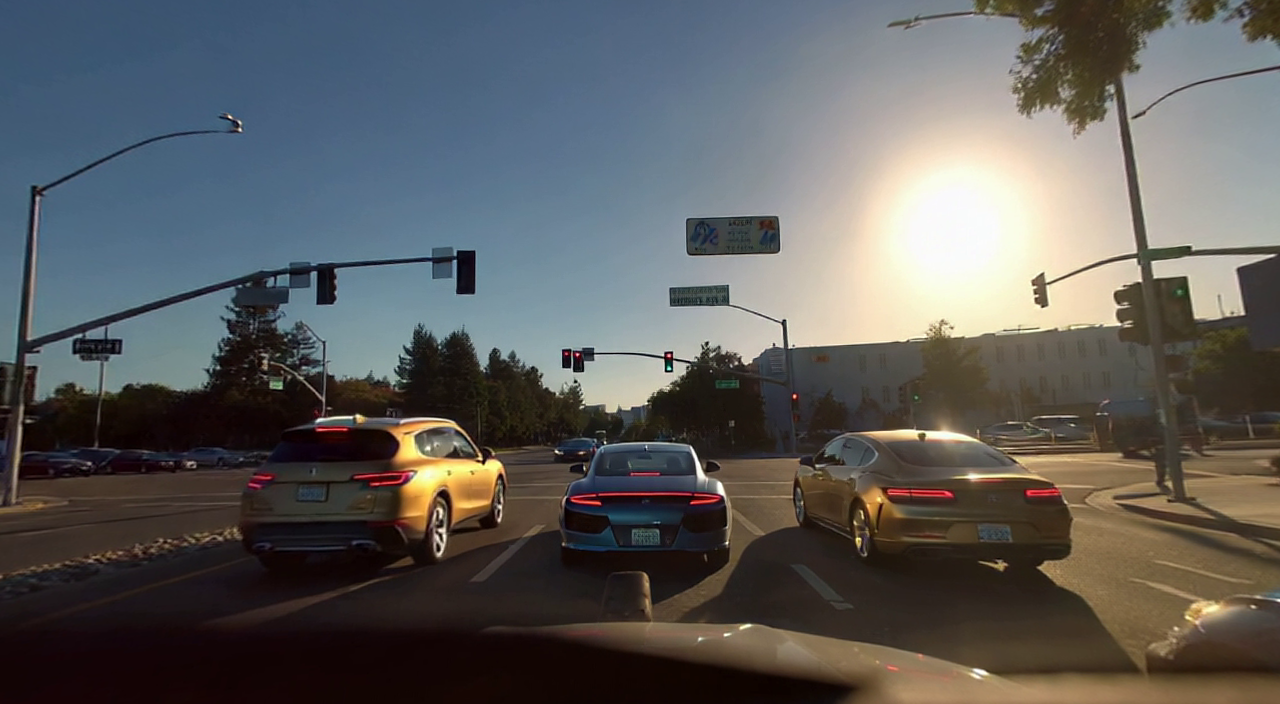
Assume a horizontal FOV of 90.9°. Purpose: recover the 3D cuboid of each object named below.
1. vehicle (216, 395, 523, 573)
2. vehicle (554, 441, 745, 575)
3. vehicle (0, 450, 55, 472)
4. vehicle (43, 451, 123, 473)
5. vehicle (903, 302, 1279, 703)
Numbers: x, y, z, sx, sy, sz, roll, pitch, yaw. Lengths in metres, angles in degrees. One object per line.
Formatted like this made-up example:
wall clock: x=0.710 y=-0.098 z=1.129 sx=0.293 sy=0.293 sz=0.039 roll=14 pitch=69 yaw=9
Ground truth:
vehicle: x=-3.189 y=1.694 z=8.843 sx=2.061 sy=1.781 sz=4.842 roll=0 pitch=-8 yaw=1
vehicle: x=0.112 y=1.873 z=8.388 sx=1.945 sy=1.343 sz=3.827 roll=0 pitch=-8 yaw=0
vehicle: x=-46.176 y=7.961 z=46.159 sx=4.545 sy=1.558 sz=1.833 roll=0 pitch=-8 yaw=-4
vehicle: x=-41.299 y=8.157 z=46.789 sx=4.195 sy=1.533 sz=1.752 roll=0 pitch=-8 yaw=-3
vehicle: x=3.103 y=0.806 z=2.530 sx=2.143 sy=1.759 sz=4.531 roll=0 pitch=-8 yaw=0
